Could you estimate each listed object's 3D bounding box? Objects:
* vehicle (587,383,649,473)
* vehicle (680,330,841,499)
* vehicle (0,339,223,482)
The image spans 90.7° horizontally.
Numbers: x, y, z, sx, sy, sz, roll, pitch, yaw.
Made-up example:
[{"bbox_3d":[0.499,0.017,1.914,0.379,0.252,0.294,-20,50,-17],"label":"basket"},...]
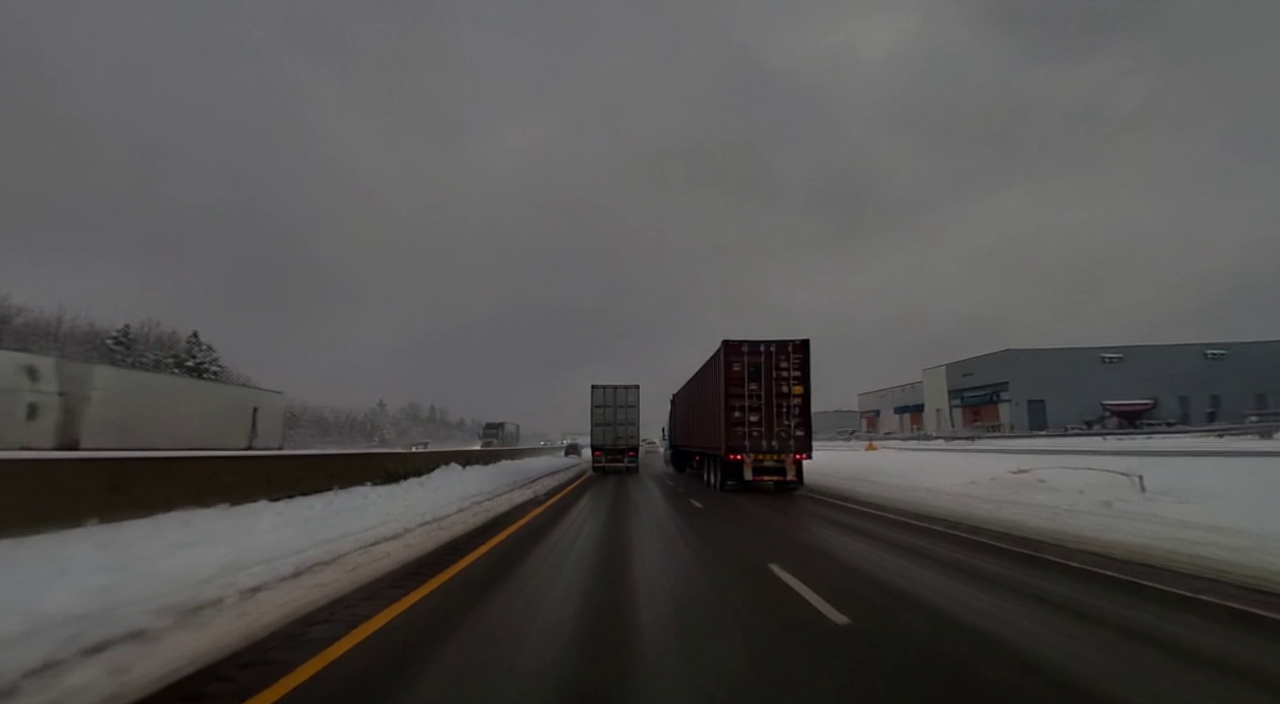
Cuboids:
[{"bbox_3d":[-1.048,4.370,35.047,2.841,4.071,12.046,0,-8,0],"label":"vehicle"},{"bbox_3d":[3.289,2.419,21.684,2.803,4.072,12.744,0,-8,-1],"label":"vehicle"},{"bbox_3d":[-20.795,2.371,23.074,3.084,4.220,12.355,0,-9,-2],"label":"vehicle"}]
